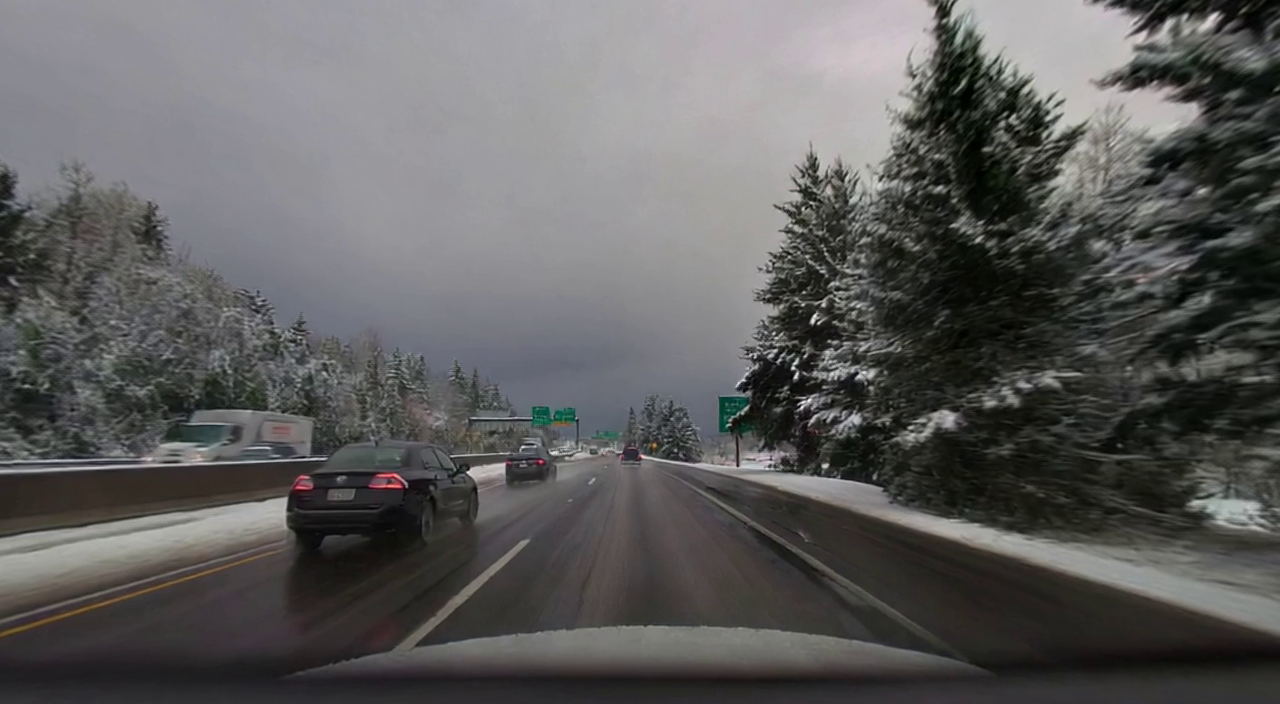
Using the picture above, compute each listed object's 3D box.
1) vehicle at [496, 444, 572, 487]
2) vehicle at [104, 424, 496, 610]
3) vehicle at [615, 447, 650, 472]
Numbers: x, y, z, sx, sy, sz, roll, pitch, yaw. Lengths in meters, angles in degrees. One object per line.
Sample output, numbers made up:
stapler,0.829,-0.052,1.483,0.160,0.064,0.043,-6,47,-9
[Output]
vehicle,-3.873,4.234,23.934,2.107,1.453,4.462,0,-8,0
vehicle,-3.329,1.692,7.519,2.067,1.509,4.551,0,-8,1
vehicle,-0.494,6.752,39.910,2.100,1.471,3.956,0,-8,-1
